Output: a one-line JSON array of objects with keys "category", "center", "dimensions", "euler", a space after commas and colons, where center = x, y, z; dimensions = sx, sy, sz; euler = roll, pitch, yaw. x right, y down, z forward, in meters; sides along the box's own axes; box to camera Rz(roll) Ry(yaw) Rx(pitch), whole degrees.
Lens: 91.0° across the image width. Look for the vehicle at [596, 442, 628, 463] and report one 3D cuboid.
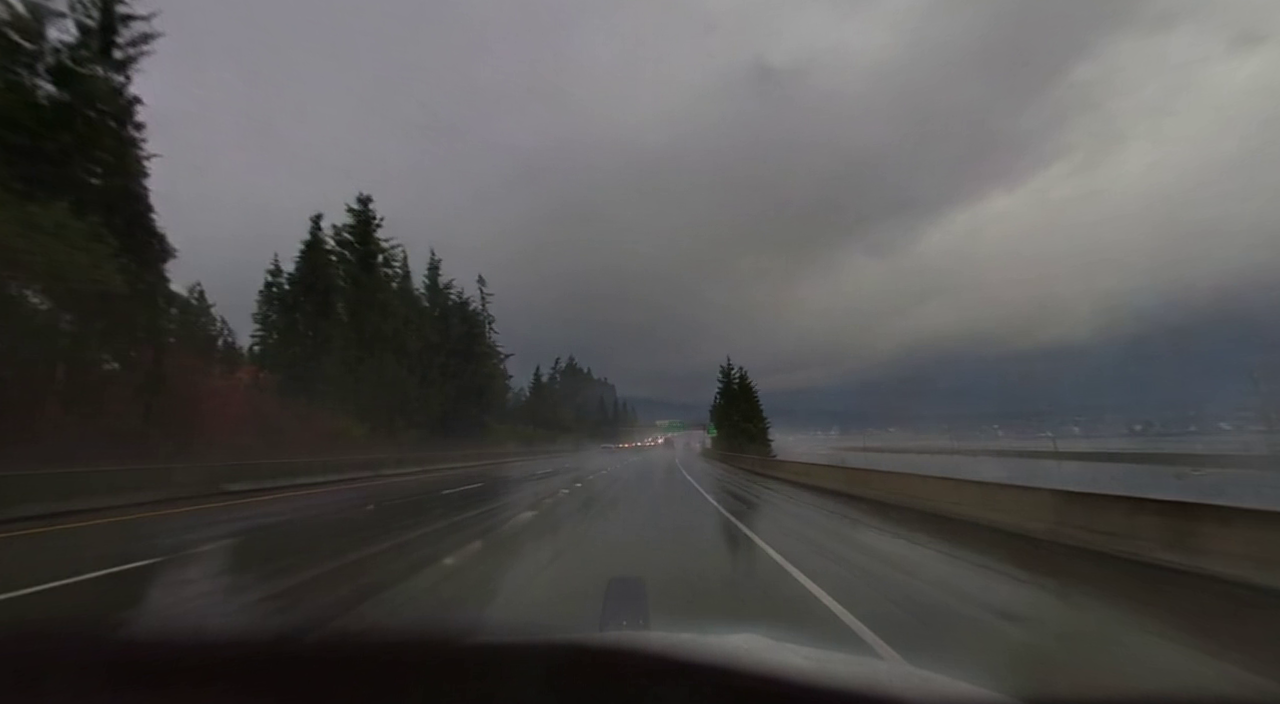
[{"category": "vehicle", "center": [-2.112, 7.632, 48.078], "dimensions": [2.118, 1.475, 4.263], "euler": [0, -8, 1]}]
